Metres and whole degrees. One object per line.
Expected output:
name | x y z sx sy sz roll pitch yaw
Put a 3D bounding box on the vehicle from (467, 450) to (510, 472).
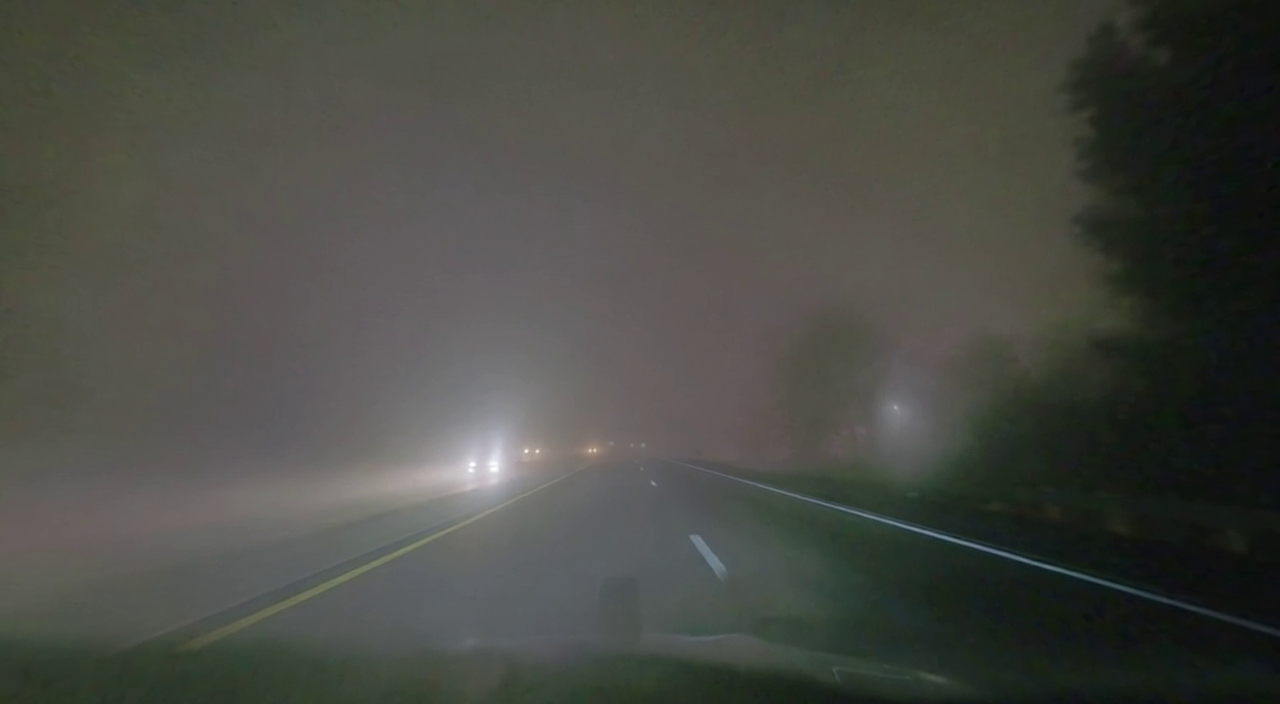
vehicle | -10.551 7.581 44.052 1.926 1.438 4.501 0 -9 -1
